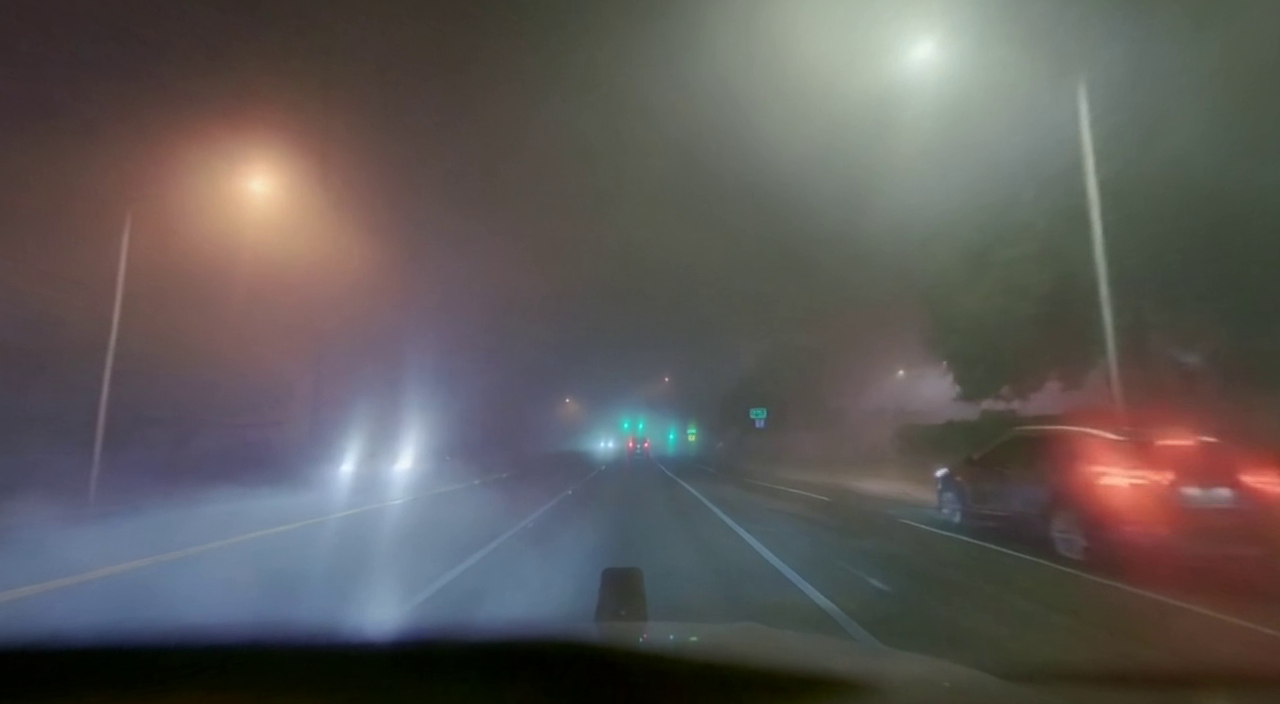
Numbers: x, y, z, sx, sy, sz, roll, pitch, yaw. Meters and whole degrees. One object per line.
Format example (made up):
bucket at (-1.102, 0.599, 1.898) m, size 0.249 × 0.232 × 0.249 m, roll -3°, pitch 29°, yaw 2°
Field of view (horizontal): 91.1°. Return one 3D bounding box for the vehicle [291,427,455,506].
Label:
vehicle at (-7.461, 3.254, 18.446) m, size 2.325 × 1.877 × 5.690 m, roll -2°, pitch -8°, yaw 0°

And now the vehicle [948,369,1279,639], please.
vehicle at (5.347, 1.299, 6.102) m, size 2.114 × 1.799 × 4.960 m, roll 0°, pitch -8°, yaw -1°
